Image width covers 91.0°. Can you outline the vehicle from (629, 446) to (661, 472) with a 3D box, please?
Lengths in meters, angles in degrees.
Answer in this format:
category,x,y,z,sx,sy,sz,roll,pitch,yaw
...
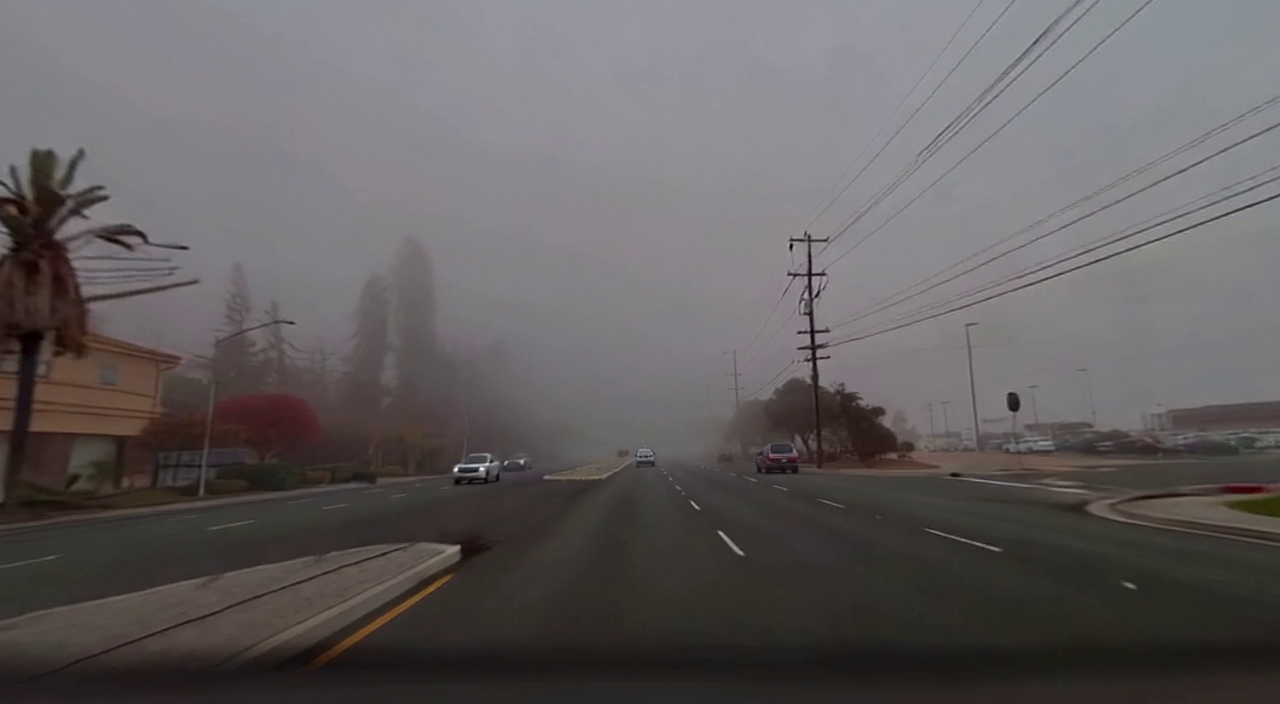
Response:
category,x,y,z,sx,sy,sz,roll,pitch,yaw
vehicle,0.387,7.357,43.563,2.138,1.702,4.168,0,-9,1

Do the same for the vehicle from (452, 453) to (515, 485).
category,x,y,z,sx,sy,sz,roll,pitch,yaw
vehicle,-8.303,6.230,33.817,2.158,1.532,4.609,0,-9,1

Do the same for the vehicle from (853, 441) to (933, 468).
category,x,y,z,sx,sy,sz,roll,pitch,yaw
vehicle,18.856,7.624,47.019,5.097,1.689,1.958,-2,-6,0

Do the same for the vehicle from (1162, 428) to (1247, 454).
category,x,y,z,sx,sy,sz,roll,pitch,yaw
vehicle,43.959,6.955,49.188,2.178,1.910,4.805,0,-8,2

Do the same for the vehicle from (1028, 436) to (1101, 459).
category,x,y,z,sx,sy,sz,roll,pitch,yaw
vehicle,33.183,7.507,49.289,4.194,1.724,1.946,-1,-9,2

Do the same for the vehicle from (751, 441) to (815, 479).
category,x,y,z,sx,sy,sz,roll,pitch,yaw
vehicle,7.121,5.428,31.917,2.252,1.718,4.617,0,-9,1

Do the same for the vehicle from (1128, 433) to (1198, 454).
category,x,y,z,sx,sy,sz,roll,pitch,yaw
vehicle,41.292,7.264,49.878,1.840,1.574,4.197,0,-8,-2
